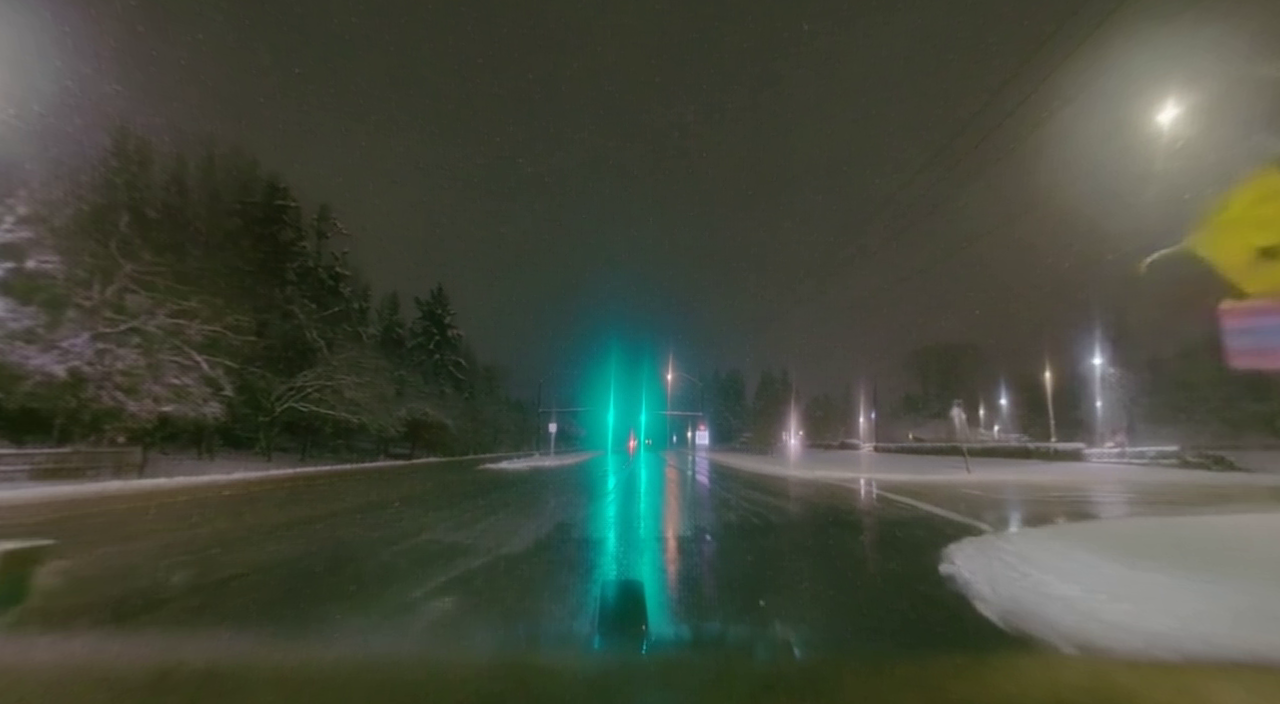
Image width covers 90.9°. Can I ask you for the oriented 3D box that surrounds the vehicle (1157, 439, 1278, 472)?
[{"bbox_3d":[28.214,5.061,31.015,1.783,1.461,4.311,0,-8,-2],"label":"vehicle"}]
